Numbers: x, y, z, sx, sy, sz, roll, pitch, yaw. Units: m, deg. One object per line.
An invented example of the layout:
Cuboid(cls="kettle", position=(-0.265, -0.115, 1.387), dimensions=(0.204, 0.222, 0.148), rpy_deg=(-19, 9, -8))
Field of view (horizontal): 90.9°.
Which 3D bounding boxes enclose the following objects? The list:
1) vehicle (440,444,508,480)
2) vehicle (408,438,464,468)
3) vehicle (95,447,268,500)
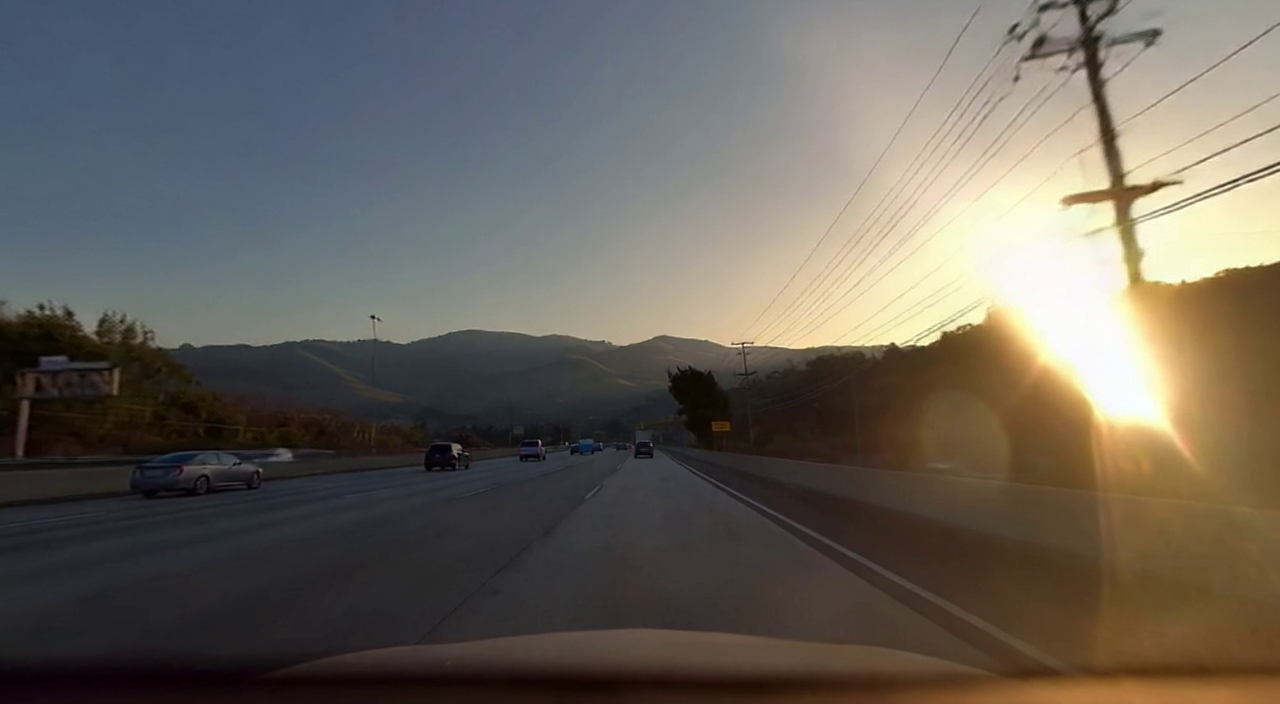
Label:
Cuboid(cls="vehicle", position=(-7.436, 4.944, 28.665), dimensions=(1.899, 1.472, 4.202), rpy_deg=(-1, -9, 1))
Cuboid(cls="vehicle", position=(-14.183, 7.073, 44.212), dimensions=(2.172, 1.946, 5.017), rpy_deg=(-1, -9, 1))
Cuboid(cls="vehicle", position=(-14.375, 3.803, 20.232), dimensions=(1.885, 1.474, 4.849), rpy_deg=(-1, -9, 1))
